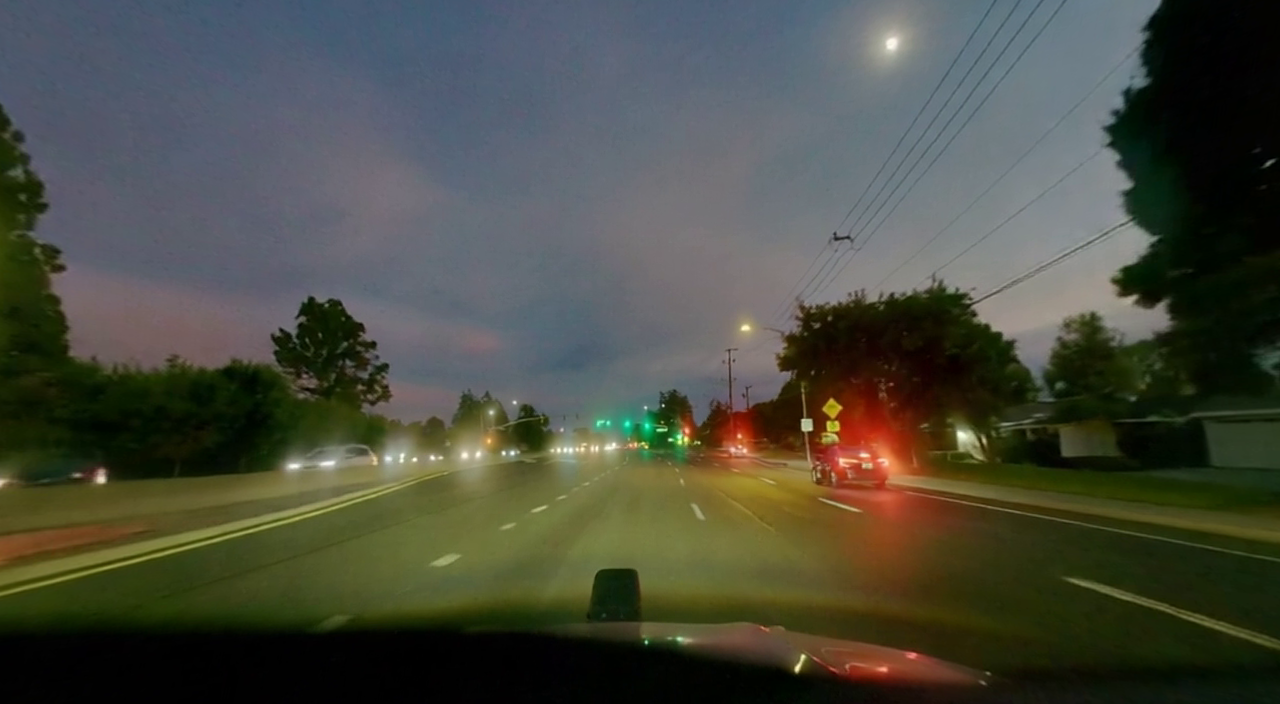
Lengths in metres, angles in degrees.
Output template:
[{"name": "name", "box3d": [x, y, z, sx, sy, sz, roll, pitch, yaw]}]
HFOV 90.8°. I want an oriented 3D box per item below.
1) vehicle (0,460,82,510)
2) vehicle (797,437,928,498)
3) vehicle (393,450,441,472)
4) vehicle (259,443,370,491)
[{"name": "vehicle", "box3d": [-22.881, 4.738, 22.599, 1.851, 1.608, 4.452, 0, -9, -2]}, {"name": "vehicle", "box3d": [6.320, 3.331, 18.630, 2.113, 1.520, 4.650, 0, -9, -1]}, {"name": "vehicle", "box3d": [-16.251, 7.959, 46.278, 1.903, 1.477, 4.721, 0, -9, -1]}, {"name": "vehicle", "box3d": [-12.392, 4.394, 24.458, 1.992, 1.651, 4.486, 0, -9, -1]}]
